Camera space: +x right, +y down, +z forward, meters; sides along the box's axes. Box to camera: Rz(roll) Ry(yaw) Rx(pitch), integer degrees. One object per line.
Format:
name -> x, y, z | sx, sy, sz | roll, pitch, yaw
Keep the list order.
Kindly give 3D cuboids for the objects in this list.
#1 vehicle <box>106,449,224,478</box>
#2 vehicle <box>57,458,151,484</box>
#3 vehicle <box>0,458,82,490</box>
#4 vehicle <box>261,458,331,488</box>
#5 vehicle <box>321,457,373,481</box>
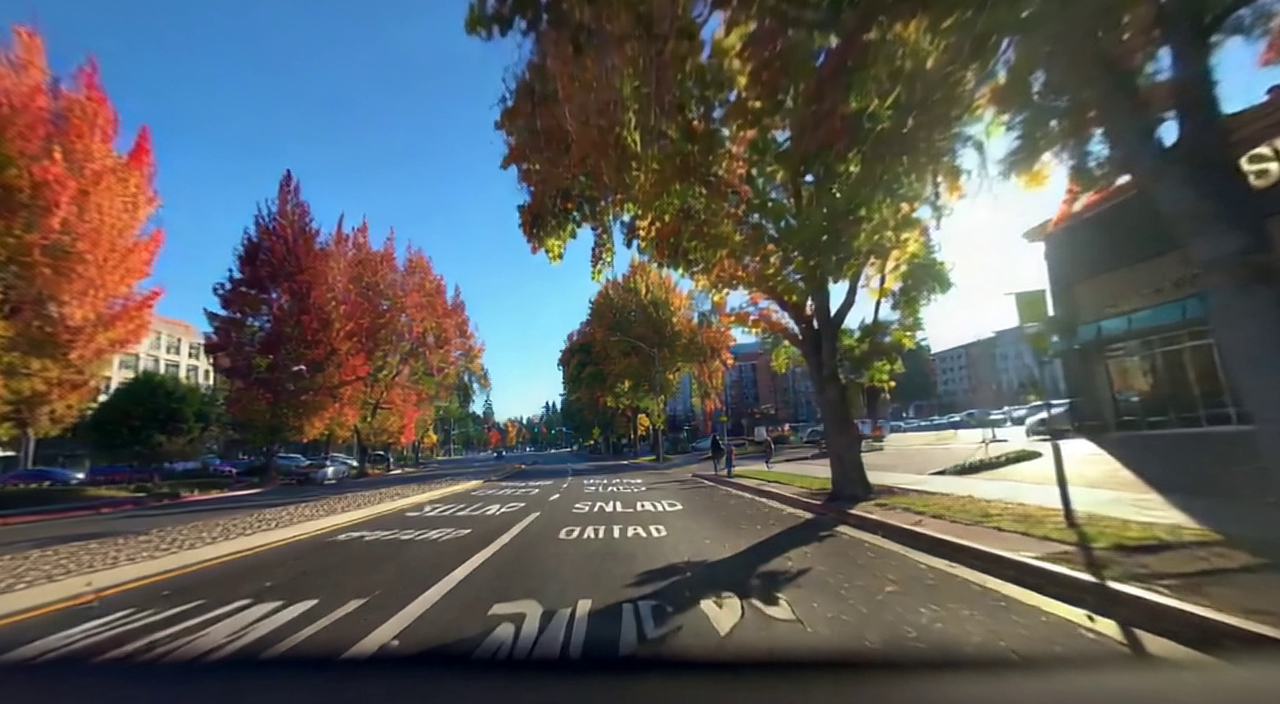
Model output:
vehicle -> -30.979, 7.259, 41.095 | 5.746, 1.807, 2.140 | 1, -9, -7
vehicle -> -30.539, 6.777, 35.843 | 3.598, 1.407, 1.740 | 1, -9, -5
vehicle -> -29.961, 5.972, 30.752 | 3.510, 1.422, 1.674 | 0, -8, -4
vehicle -> -20.069, 7.028, 36.815 | 1.956, 1.550, 4.375 | 1, -9, -5
vehicle -> -21.121, 8.430, 45.407 | 1.887, 1.490, 4.432 | 1, -9, -5
